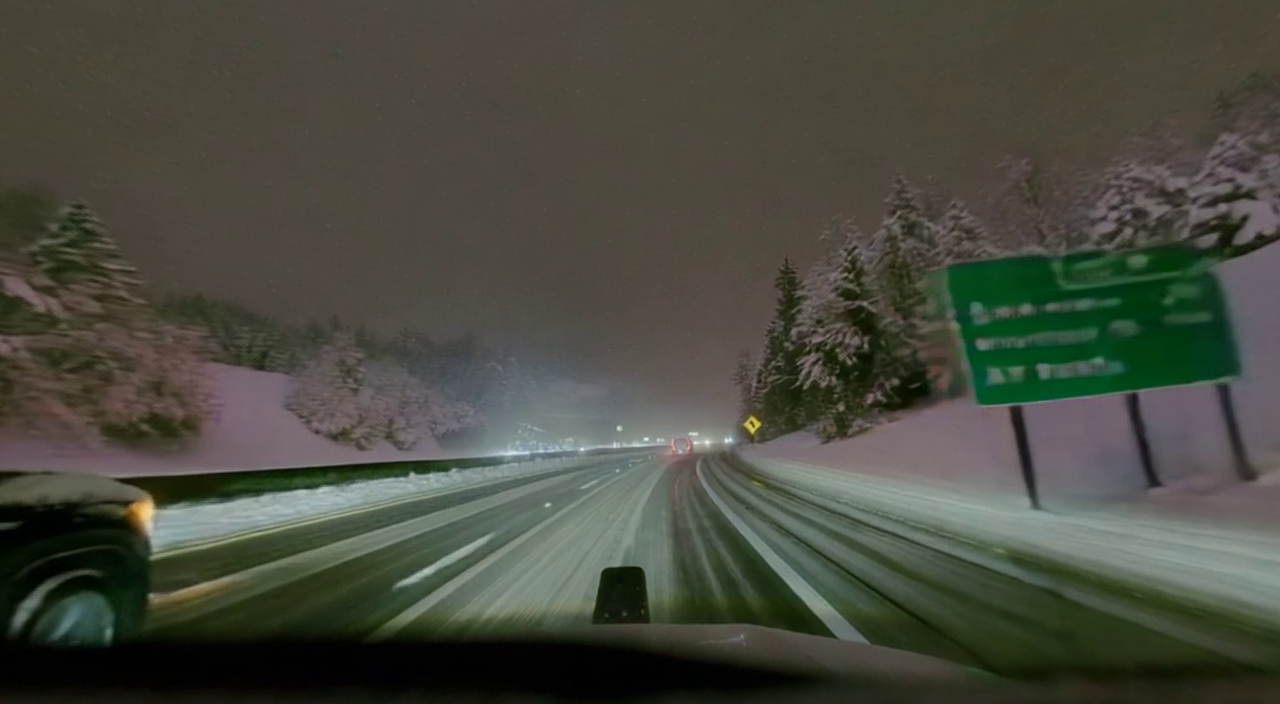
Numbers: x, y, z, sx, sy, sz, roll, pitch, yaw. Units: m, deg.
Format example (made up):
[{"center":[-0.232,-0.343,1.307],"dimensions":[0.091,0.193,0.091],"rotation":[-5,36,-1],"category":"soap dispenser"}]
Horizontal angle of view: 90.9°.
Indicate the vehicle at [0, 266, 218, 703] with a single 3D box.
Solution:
[{"center":[-3.330,0.365,0.332],"dimensions":[2.143,1.851,5.817],"rotation":[-1,-8,1],"category":"vehicle"}]
